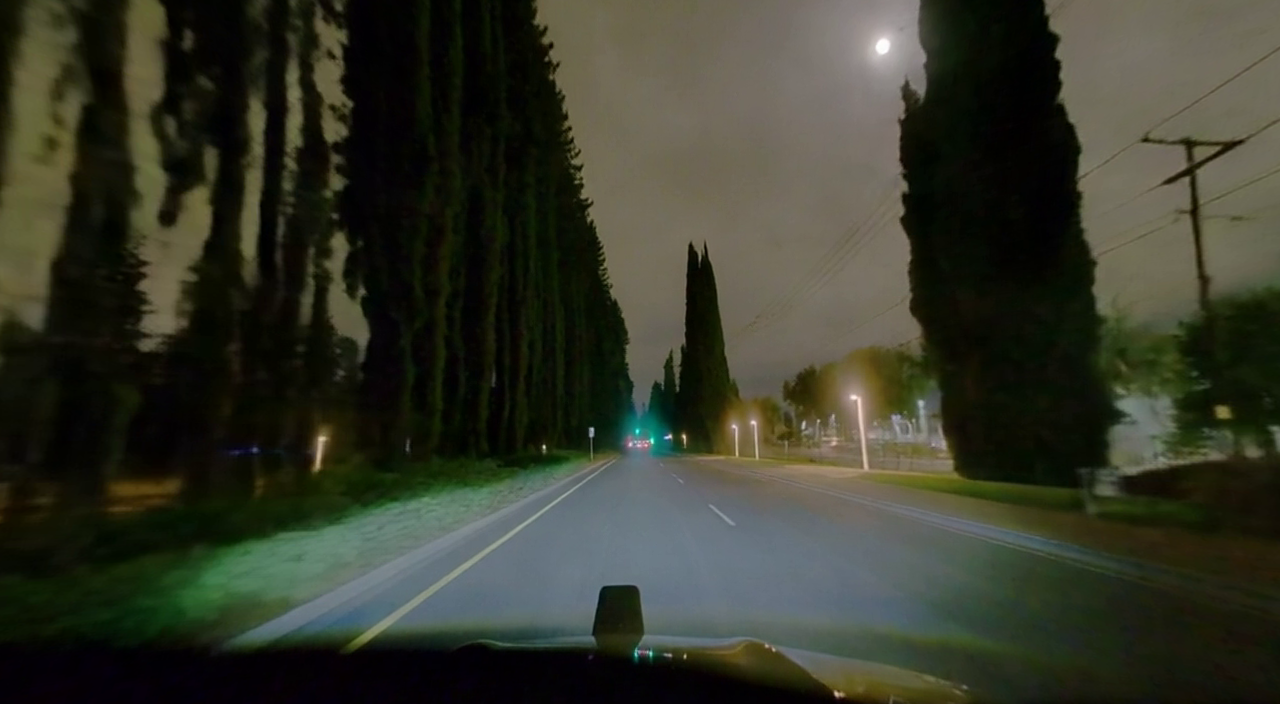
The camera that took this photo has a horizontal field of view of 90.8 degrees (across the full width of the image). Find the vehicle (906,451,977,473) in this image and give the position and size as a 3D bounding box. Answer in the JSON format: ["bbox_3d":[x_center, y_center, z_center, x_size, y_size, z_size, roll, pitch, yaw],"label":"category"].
[{"bbox_3d":[23.736,8.671,49.861,4.519,1.658,1.911,-1,-8,0],"label":"vehicle"}]
